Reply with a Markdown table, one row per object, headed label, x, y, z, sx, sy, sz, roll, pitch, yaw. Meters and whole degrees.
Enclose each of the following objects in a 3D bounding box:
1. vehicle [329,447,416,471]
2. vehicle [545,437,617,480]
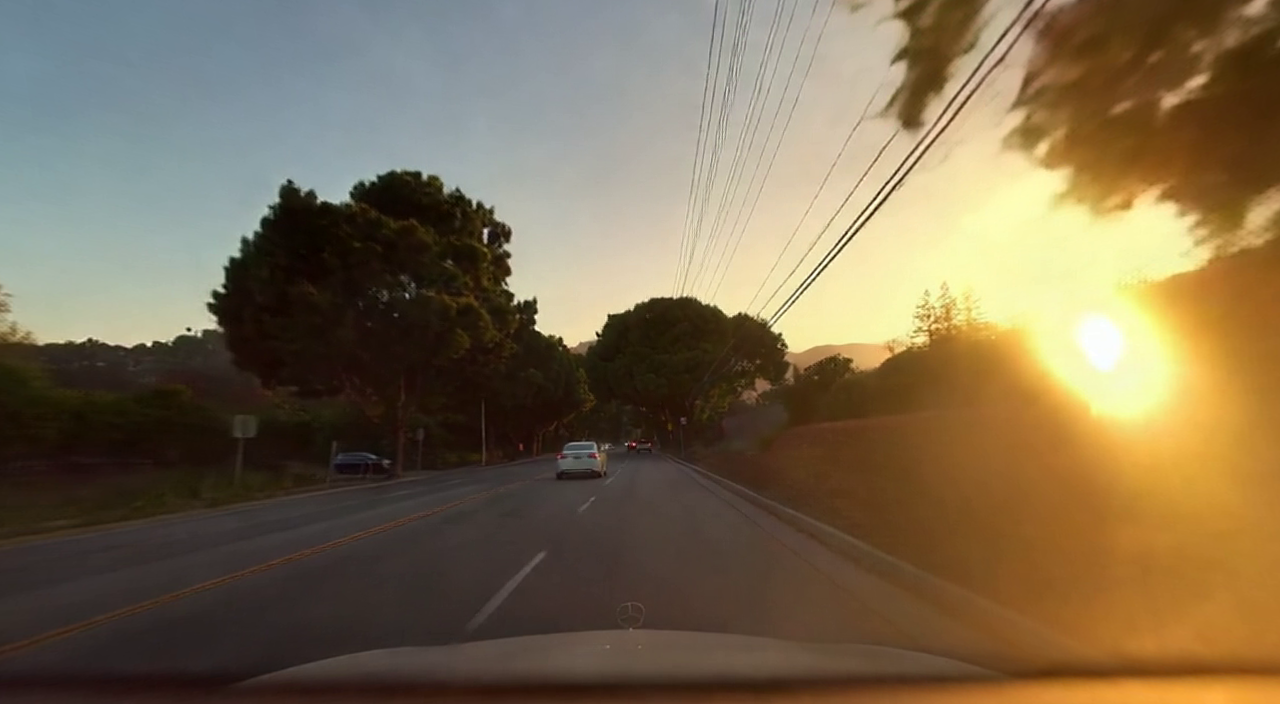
| label | x | y | z | sx | sy | sz | roll | pitch | yaw |
| --- | --- | --- | --- | --- | --- | --- | --- | --- | --- |
| vehicle | -17.839 | 7.140 | 42.152 | 4.916 | 1.474 | 2.008 | 0 | -8 | 1 |
| vehicle | -2.141 | 4.049 | 24.286 | 2.153 | 1.461 | 4.374 | -1 | -8 | 3 |
